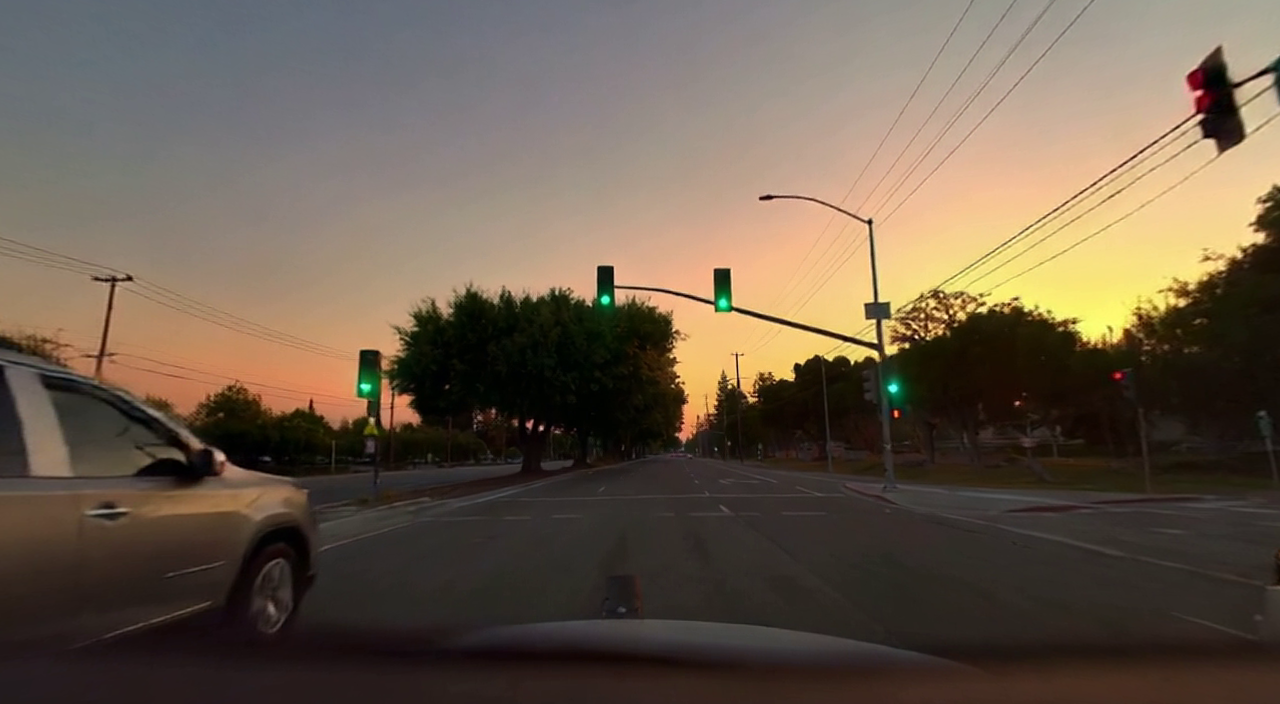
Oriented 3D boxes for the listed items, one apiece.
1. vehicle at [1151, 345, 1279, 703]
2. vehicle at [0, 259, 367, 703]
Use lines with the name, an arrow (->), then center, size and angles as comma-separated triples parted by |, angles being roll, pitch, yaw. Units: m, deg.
vehicle -> 3.615, 0.594, 0.956 | 2.056, 1.703, 4.305 | 0, -8, 1
vehicle -> -3.428, 0.708, 2.404 | 2.374, 1.985, 5.391 | 0, -8, 0
